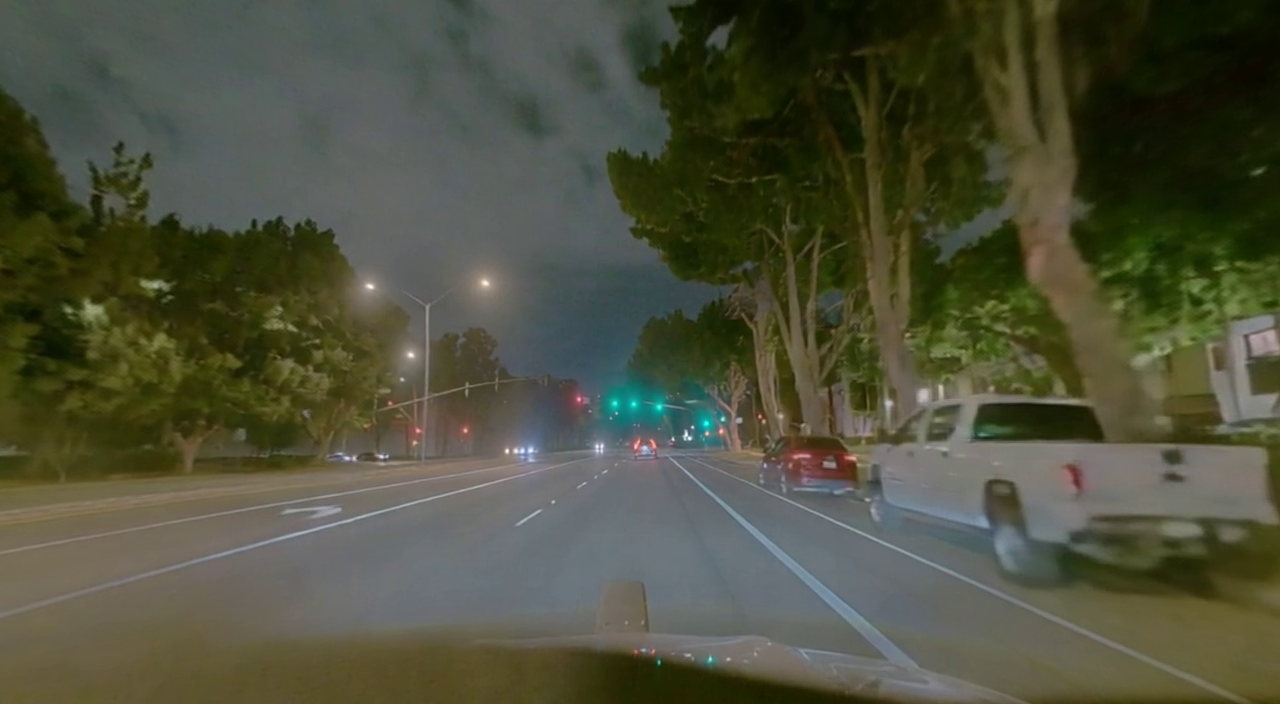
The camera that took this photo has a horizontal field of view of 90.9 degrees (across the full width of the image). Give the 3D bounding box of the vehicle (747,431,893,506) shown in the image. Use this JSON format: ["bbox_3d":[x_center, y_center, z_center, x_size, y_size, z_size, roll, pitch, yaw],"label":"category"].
[{"bbox_3d":[4.112,2.738,15.332,2.269,1.520,4.410,0,-8,0],"label":"vehicle"}]

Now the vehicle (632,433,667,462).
[{"bbox_3d":[0.621,6.255,41.355,2.169,1.751,4.276,0,-8,1],"label":"vehicle"}]

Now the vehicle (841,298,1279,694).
[{"bbox_3d":[4.223,1.190,6.600,2.162,2.080,6.515,0,-8,1],"label":"vehicle"}]
